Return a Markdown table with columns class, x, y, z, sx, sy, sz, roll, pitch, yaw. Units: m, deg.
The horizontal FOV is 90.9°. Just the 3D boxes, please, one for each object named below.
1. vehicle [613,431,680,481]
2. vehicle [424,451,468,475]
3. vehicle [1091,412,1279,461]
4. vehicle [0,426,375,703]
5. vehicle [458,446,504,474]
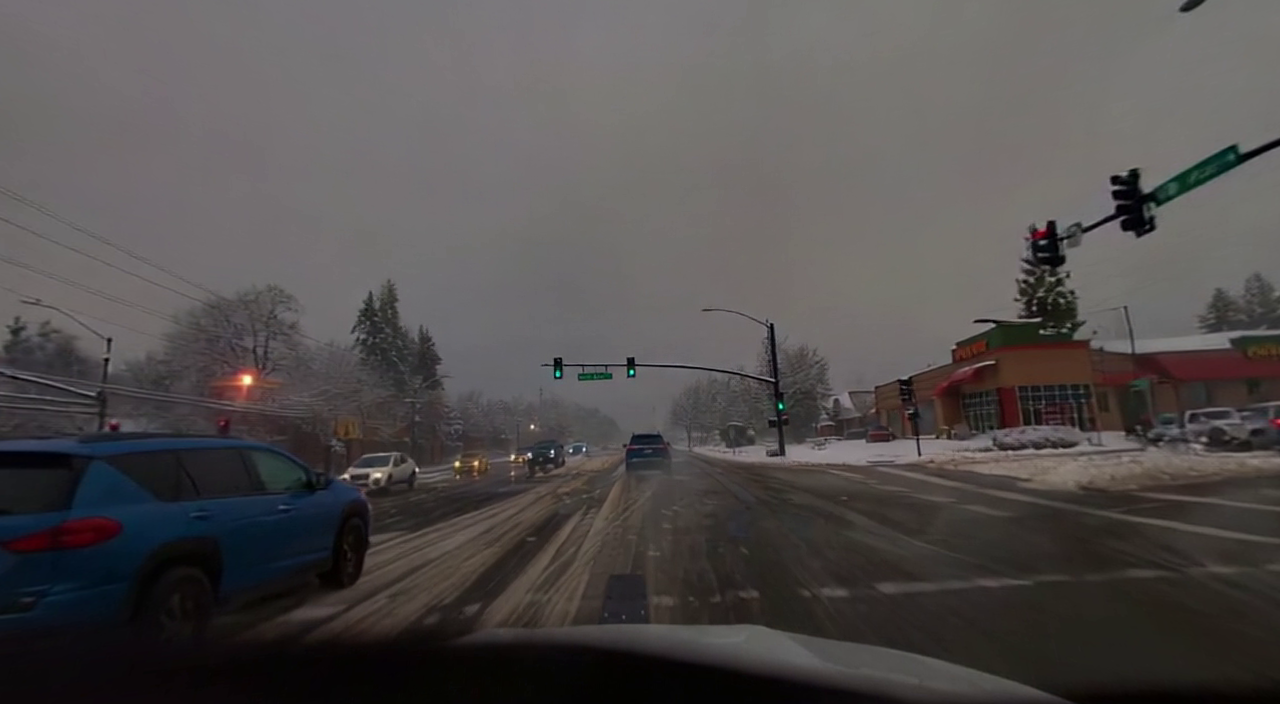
| class | x | y | z | sx | sy | sz | roll | pitch | yaw |
| --- | --- | --- | --- | --- | --- | --- | --- | --- | --- |
| vehicle | 0.199 | 4.304 | 26.369 | 2.513 | 1.854 | 5.235 | 0 | -9 | -1 |
| vehicle | -15.176 | 8.687 | 49.525 | 1.935 | 1.691 | 4.738 | 0 | -9 | 0 |
| vehicle | 17.420 | 2.723 | 20.231 | 4.430 | 1.480 | 1.923 | 0 | -9 | -1 |
| vehicle | -3.569 | 1.239 | 3.887 | 1.996 | 1.463 | 4.094 | 0 | -9 | 1 |
| vehicle | -11.250 | 7.652 | 45.035 | 2.022 | 1.825 | 4.744 | 0 | -9 | 0 |
